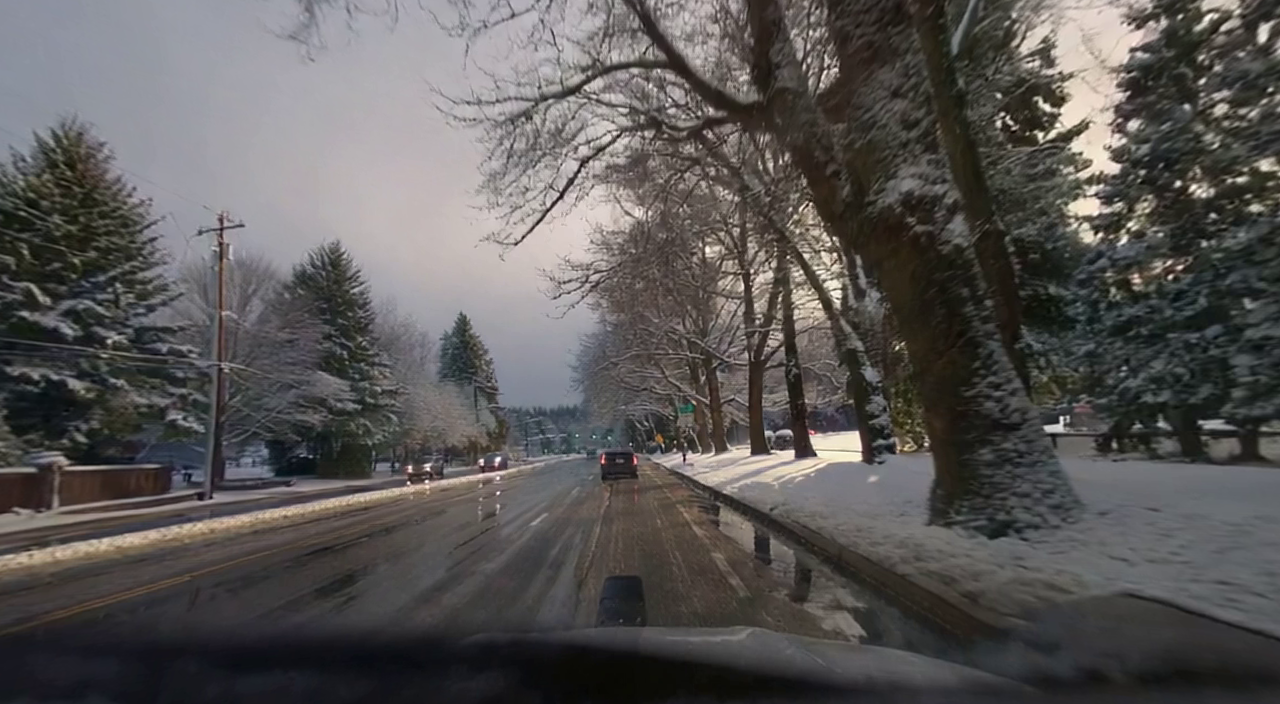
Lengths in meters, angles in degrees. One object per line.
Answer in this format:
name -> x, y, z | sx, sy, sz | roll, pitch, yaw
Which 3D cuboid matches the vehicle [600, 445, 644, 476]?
vehicle -> -0.900, 5.539, 32.511 | 2.111, 1.466, 4.223 | 0, -9, -1
